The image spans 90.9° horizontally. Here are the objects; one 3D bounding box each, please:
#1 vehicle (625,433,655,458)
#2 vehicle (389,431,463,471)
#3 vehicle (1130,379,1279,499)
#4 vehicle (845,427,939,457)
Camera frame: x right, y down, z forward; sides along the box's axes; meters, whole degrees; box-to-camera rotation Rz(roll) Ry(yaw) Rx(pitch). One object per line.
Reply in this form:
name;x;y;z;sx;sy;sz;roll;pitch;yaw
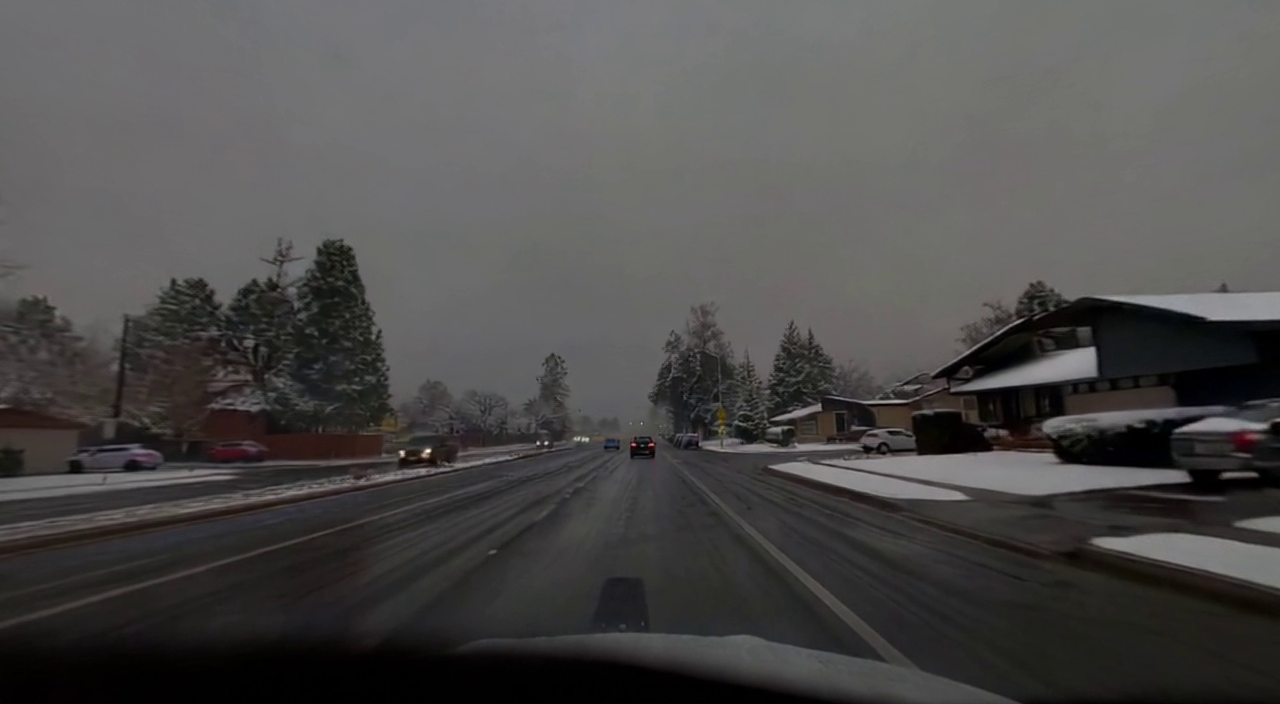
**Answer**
vehicle;-0.035;6.616;44.599;2.024;1.655;4.301;0;-8;0
vehicle;-11.339;5.299;33.855;2.163;1.943;5.035;0;-8;0
vehicle;12.154;1.434;11.314;4.722;1.901;2.079;-4;-9;3
vehicle;14.748;5.318;37.102;4.663;1.677;1.934;0;-8;-2
